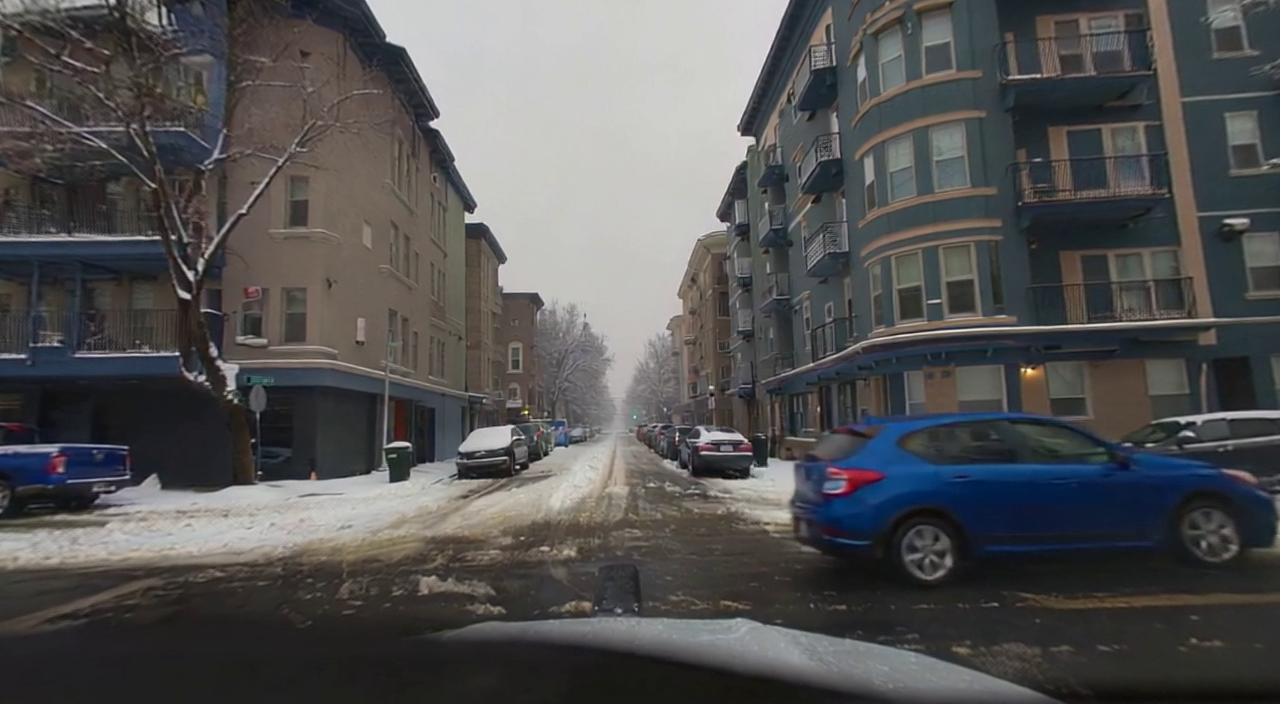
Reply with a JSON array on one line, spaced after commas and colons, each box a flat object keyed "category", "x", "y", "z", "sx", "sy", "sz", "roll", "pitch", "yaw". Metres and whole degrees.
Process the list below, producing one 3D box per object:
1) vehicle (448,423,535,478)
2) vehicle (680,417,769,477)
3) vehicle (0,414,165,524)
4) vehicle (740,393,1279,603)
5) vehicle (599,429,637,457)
[{"category": "vehicle", "x": -4.226, "y": 2.858, "z": 18.488, "sx": 1.882, "sy": 1.459, "sz": 3.518, "roll": 1, "pitch": -8, "yaw": -4}, {"category": "vehicle", "x": 2.326, "y": 2.752, "z": 18.371, "sx": 1.868, "sy": 1.544, "sz": 3.869, "roll": 1, "pitch": -8, "yaw": -3}, {"category": "vehicle", "x": -11.045, "y": 1.869, "z": 10.392, "sx": 4.679, "sy": 1.631, "sz": 2.025, "roll": 1, "pitch": -8, "yaw": -2}, {"category": "vehicle", "x": 3.432, "y": 1.258, "z": 6.091, "sx": 4.469, "sy": 1.566, "sz": 1.993, "roll": 1, "pitch": -7, "yaw": -8}, {"category": "vehicle", "x": -1.378, "y": 5.831, "z": 40.597, "sx": 2.341, "sy": 1.675, "sz": 4.360, "roll": 0, "pitch": -8, "yaw": -1}]
